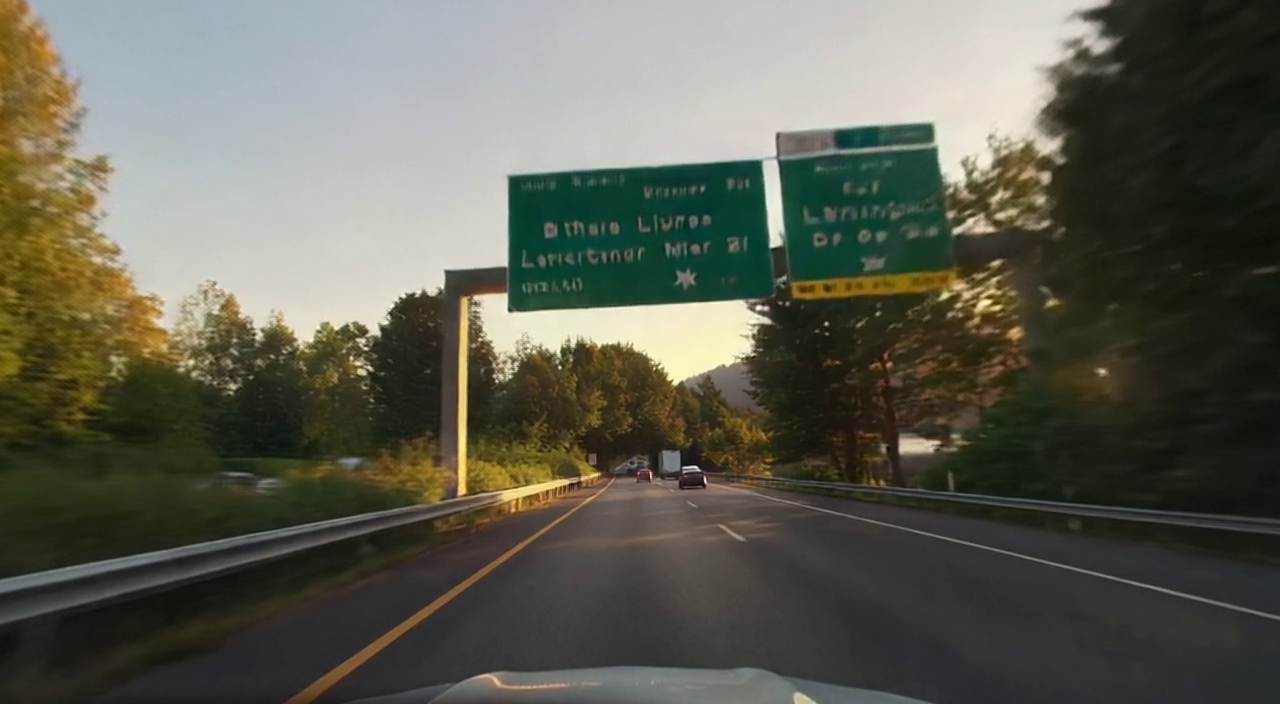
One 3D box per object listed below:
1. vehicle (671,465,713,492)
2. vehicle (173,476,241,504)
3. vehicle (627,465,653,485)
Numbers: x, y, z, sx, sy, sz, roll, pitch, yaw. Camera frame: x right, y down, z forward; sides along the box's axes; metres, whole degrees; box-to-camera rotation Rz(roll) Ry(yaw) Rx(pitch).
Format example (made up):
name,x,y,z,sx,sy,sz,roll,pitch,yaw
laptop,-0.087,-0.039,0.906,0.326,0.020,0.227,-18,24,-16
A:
name,x,y,z,sx,sy,sz,roll,pitch,yaw
vehicle,2.987,7.401,37.091,1.976,1.467,3.783,1,-10,-3
vehicle,-24.548,7.811,35.878,1.738,1.460,3.734,2,-11,-11
vehicle,-0.036,9.535,48.881,1.980,1.483,3.865,1,-10,-1
